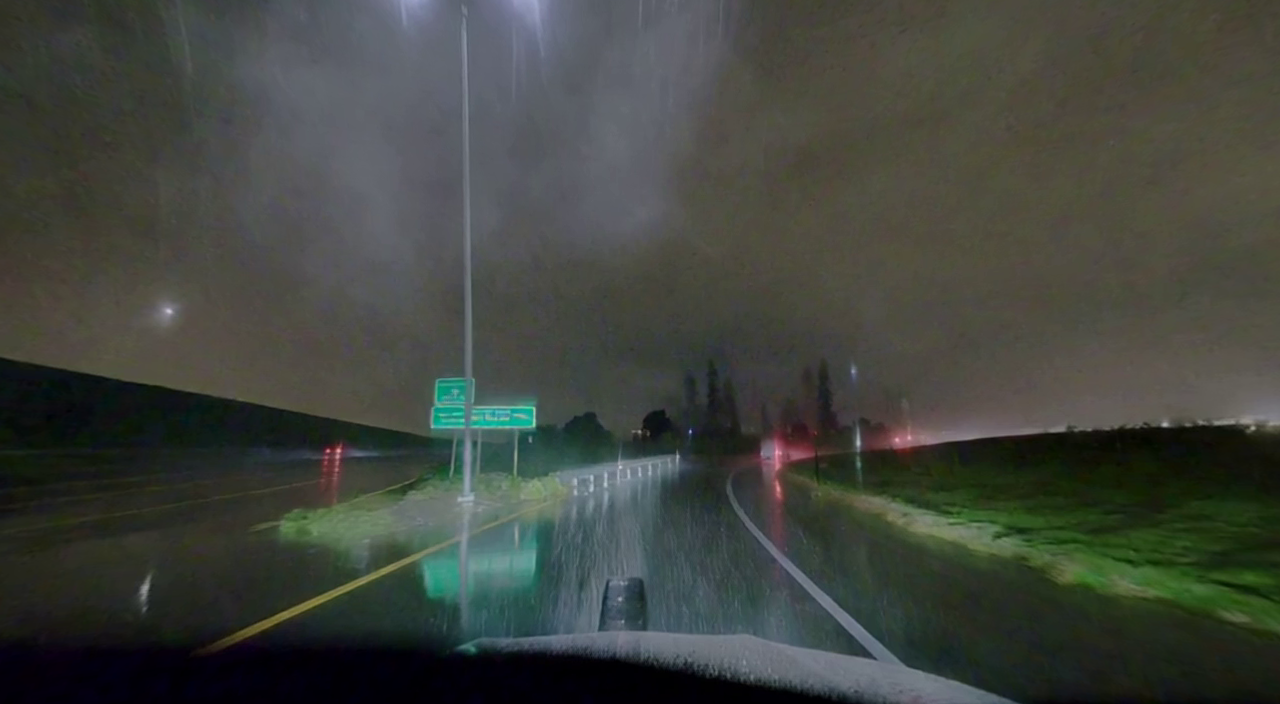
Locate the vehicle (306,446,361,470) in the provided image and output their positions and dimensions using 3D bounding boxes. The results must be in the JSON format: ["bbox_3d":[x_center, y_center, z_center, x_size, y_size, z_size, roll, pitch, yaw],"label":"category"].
[{"bbox_3d":[-20.594,7.109,42.487,2.044,1.492,4.665,2,-9,-10],"label":"vehicle"}]
